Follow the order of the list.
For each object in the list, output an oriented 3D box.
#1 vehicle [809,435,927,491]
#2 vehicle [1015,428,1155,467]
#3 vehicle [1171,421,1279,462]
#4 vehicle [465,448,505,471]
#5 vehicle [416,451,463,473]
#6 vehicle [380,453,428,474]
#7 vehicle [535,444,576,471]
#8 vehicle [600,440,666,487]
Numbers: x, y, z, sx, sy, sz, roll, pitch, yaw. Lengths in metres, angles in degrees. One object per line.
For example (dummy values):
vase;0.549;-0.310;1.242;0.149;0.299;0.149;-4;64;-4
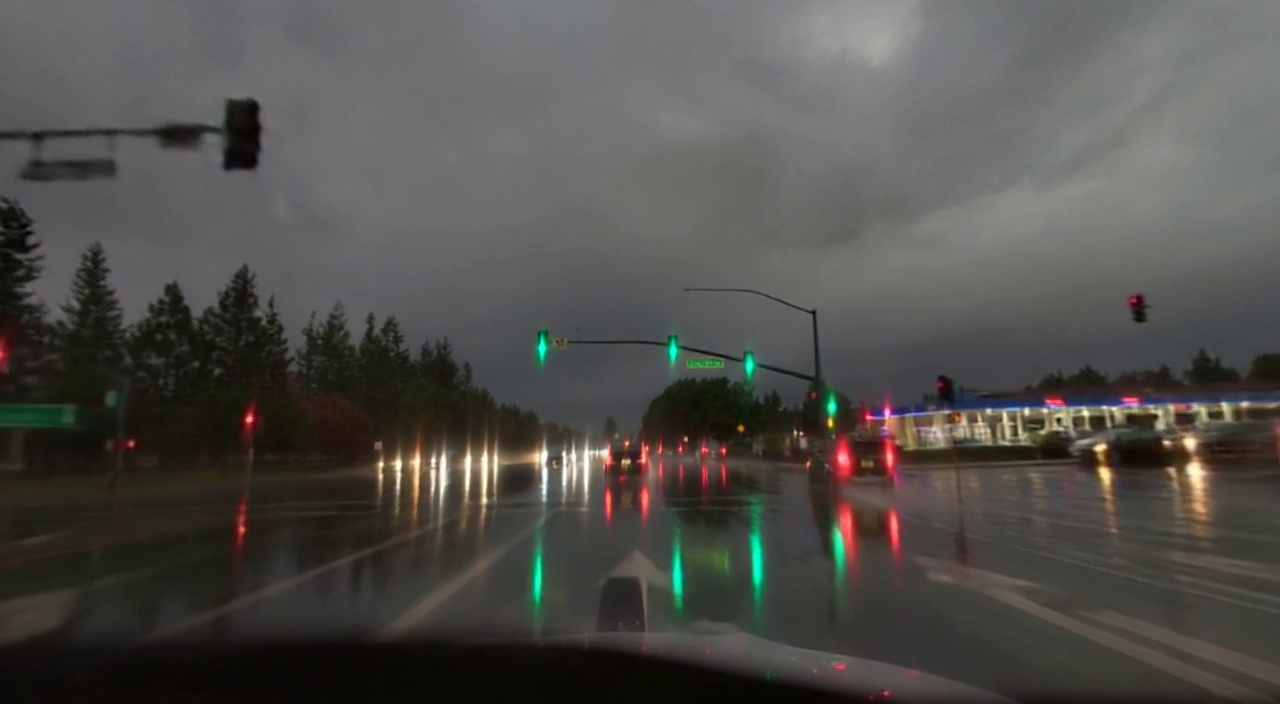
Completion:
vehicle;6.653;3.289;19.039;1.890;1.489;4.396;0;-9;0
vehicle;20.095;4.351;28.699;4.796;1.488;1.966;-2;-9;-1
vehicle;27.420;4.066;28.804;4.724;1.793;1.777;0;-9;0
vehicle;-11.859;8.228;48.618;1.944;1.647;4.395;0;-9;0
vehicle;-14.903;8.211;47.322;2.001;1.463;4.673;0;-9;0
vehicle;-18.094;8.560;48.678;2.018;1.472;4.559;0;-9;-1
vehicle;-5.526;6.932;41.851;1.990;1.673;4.436;0;-9;1
vehicle;-0.238;3.799;21.768;2.040;1.451;3.736;0;-9;-1
